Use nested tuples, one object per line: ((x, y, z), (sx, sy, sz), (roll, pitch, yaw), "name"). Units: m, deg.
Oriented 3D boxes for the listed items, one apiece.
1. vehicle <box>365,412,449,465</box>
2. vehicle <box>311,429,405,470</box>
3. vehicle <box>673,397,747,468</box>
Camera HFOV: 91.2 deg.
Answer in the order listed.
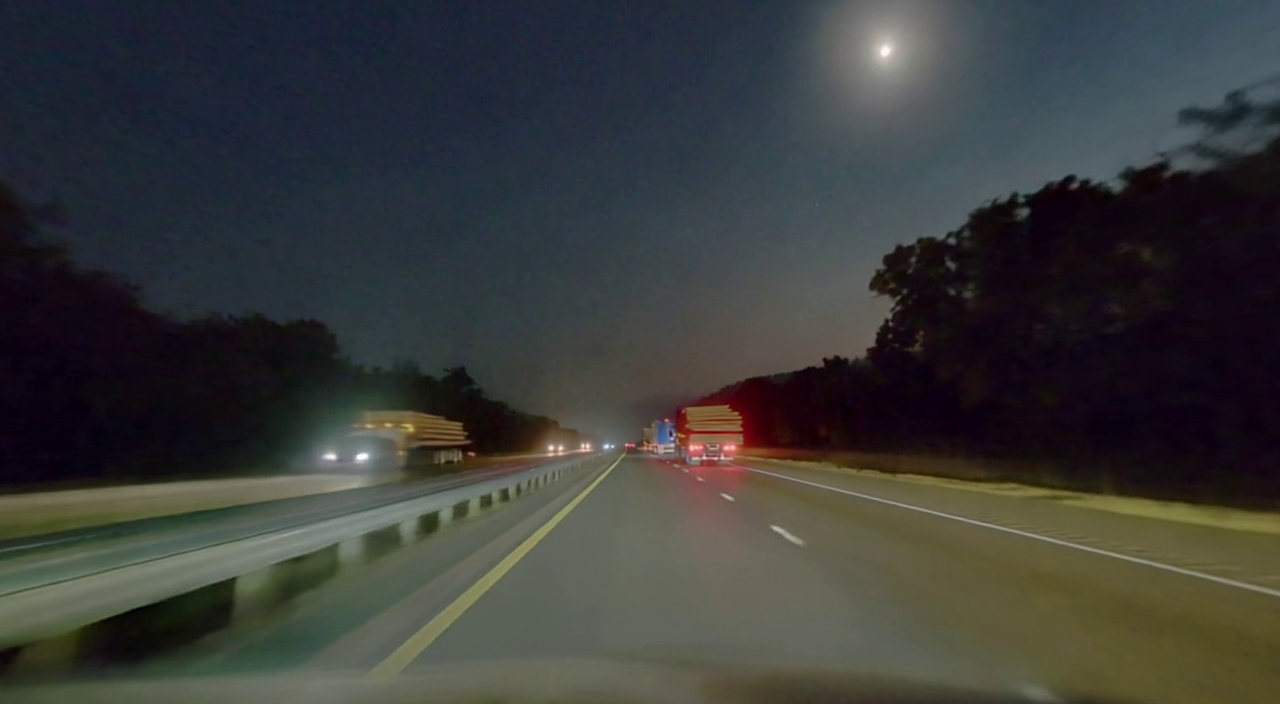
((-12.655, 4.771, 34.536), (2.410, 2.664, 5.507), (0, -9, 0), "vehicle")
((-12.529, 4.381, 28.298), (1.893, 1.652, 4.998), (0, -9, 1), "vehicle")
((4.071, 5.272, 40.067), (3.278, 3.788, 13.133), (0, -9, 0), "vehicle")
